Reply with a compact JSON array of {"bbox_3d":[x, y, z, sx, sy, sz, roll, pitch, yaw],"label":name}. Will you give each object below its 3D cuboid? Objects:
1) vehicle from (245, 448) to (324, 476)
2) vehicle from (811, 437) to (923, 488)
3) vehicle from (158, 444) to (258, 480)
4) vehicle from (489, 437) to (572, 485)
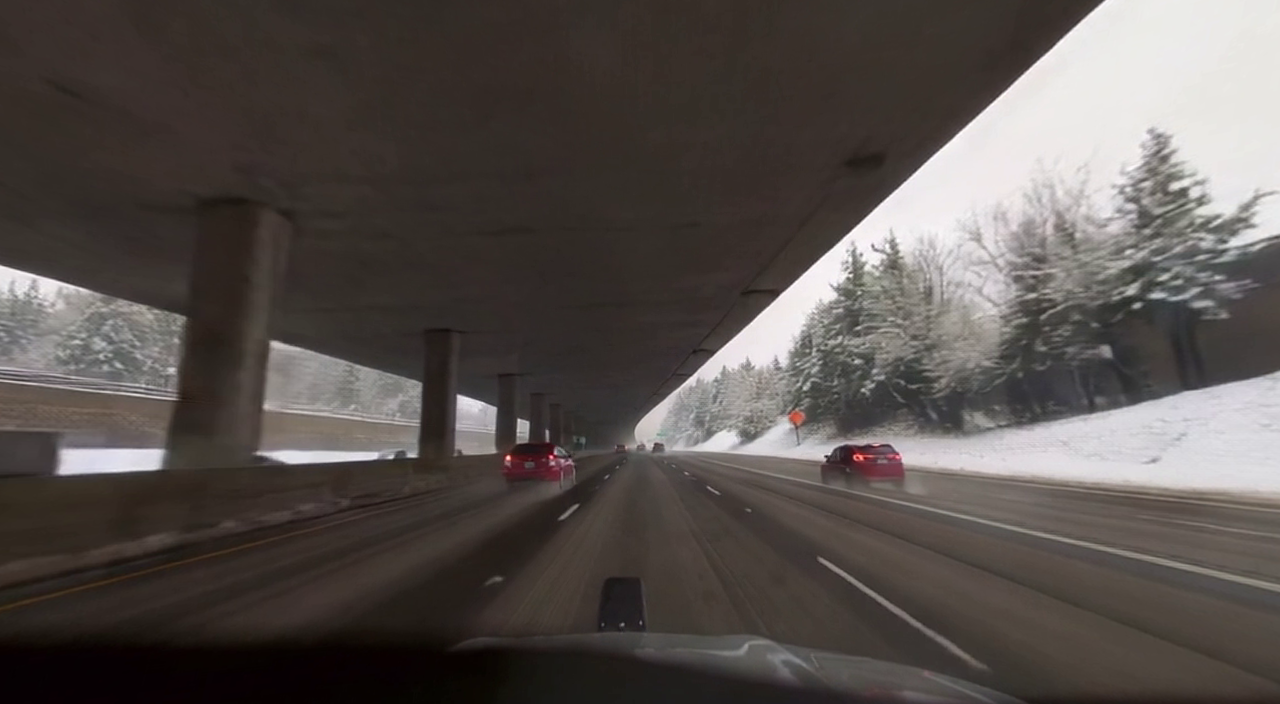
[{"bbox_3d":[-20.750,6.435,37.052,1.891,1.489,4.682,0,-8,0],"label":"vehicle"},{"bbox_3d":[7.255,3.571,20.724,1.914,1.465,4.574,0,-8,-1],"label":"vehicle"},{"bbox_3d":[-24.484,6.224,36.059,1.997,1.847,5.313,0,-8,0],"label":"vehicle"},{"bbox_3d":[-3.840,3.924,23.008,2.085,1.533,4.861,0,-8,1],"label":"vehicle"}]
